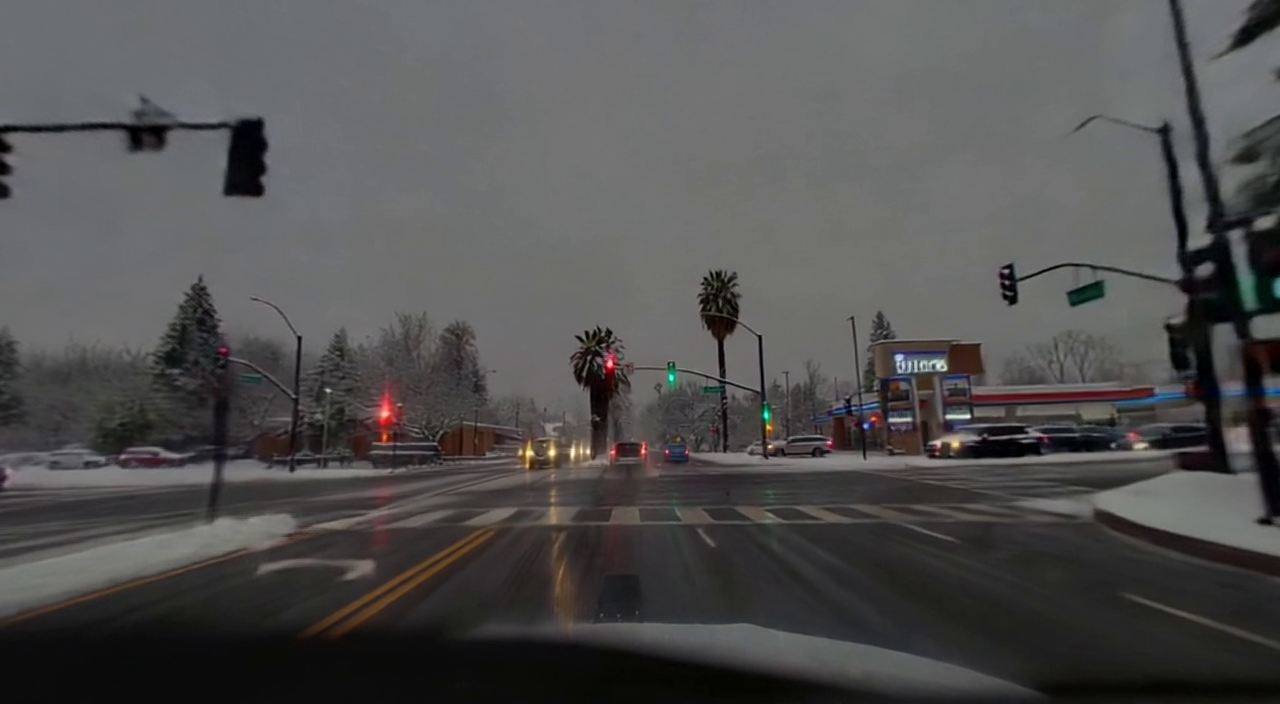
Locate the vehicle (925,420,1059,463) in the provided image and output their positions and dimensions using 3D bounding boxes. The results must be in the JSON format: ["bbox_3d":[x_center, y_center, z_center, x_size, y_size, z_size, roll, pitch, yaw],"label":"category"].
[{"bbox_3d":[17.066,4.382,30.908,5.173,1.976,2.223,0,-8,0],"label":"vehicle"}]

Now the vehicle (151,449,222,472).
[{"bbox_3d":[-33.854,8.085,47.377,1.913,1.638,4.553,0,-8,1],"label":"vehicle"}]

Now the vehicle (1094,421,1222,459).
[{"bbox_3d":[25.050,4.268,30.699,4.473,1.751,1.909,0,-8,-1],"label":"vehicle"}]

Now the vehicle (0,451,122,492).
[{"bbox_3d":[-25.784,5.181,27.577,4.599,1.648,2.098,-1,-8,1],"label":"vehicle"}]

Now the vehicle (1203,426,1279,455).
[{"bbox_3d":[33.178,4.775,34.161,3.696,1.532,1.927,0,-8,-1],"label":"vehicle"}]

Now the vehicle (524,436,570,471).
[{"bbox_3d":[-5.300,5.809,36.567,2.032,1.747,4.479,-2,-7,-1],"label":"vehicle"}]

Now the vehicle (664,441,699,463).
[{"bbox_3d":[2.877,7.008,44.538,2.060,1.471,4.168,0,-8,-2],"label":"vehicle"}]

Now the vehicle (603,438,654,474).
[{"bbox_3d":[-0.543,4.745,29.150,2.160,1.508,4.319,0,-8,-1],"label":"vehicle"}]
